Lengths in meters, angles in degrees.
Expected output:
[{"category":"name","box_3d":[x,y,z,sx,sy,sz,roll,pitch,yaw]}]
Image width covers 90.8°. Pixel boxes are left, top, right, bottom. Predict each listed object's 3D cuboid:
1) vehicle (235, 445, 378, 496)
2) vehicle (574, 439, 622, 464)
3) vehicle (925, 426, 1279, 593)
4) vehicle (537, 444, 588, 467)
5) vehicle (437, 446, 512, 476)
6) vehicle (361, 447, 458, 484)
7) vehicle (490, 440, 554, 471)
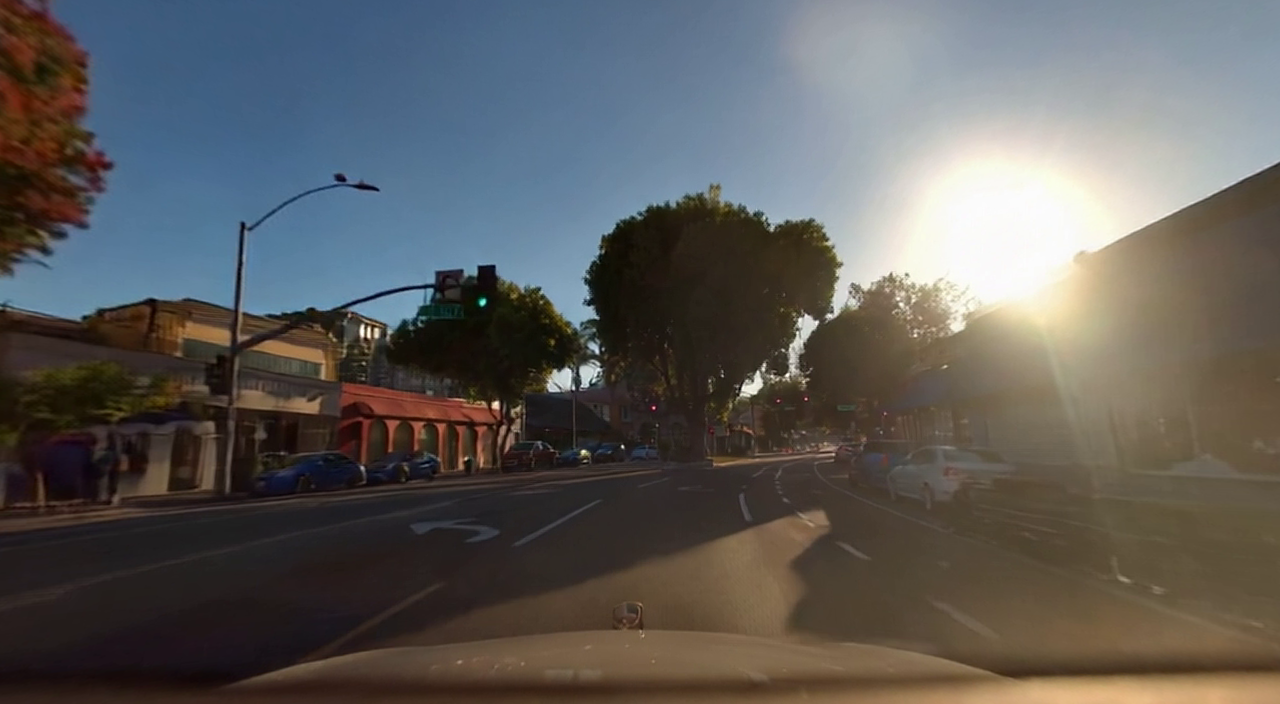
[{"category":"vehicle","box_3d":[-11.070,3.937,21.428,1.882,1.508,4.476,-1,-8,9]},{"category":"vehicle","box_3d":[-3.251,7.807,49.784,2.083,1.882,4.642,-3,-9,19]},{"category":"vehicle","box_3d":[5.576,1.778,8.151,1.977,1.497,4.680,-1,-8,5]},{"category":"vehicle","box_3d":[-5.335,7.227,44.254,1.830,1.497,4.436,-3,-9,18]},{"category":"vehicle","box_3d":[-8.702,5.738,33.642,1.811,1.459,4.702,-2,-9,13]},{"category":"vehicle","box_3d":[-10.015,4.923,27.885,1.841,1.444,4.554,-2,-8,11]},{"category":"vehicle","box_3d":[-7.112,6.279,38.699,1.933,1.759,5.002,-2,-9,13]}]
